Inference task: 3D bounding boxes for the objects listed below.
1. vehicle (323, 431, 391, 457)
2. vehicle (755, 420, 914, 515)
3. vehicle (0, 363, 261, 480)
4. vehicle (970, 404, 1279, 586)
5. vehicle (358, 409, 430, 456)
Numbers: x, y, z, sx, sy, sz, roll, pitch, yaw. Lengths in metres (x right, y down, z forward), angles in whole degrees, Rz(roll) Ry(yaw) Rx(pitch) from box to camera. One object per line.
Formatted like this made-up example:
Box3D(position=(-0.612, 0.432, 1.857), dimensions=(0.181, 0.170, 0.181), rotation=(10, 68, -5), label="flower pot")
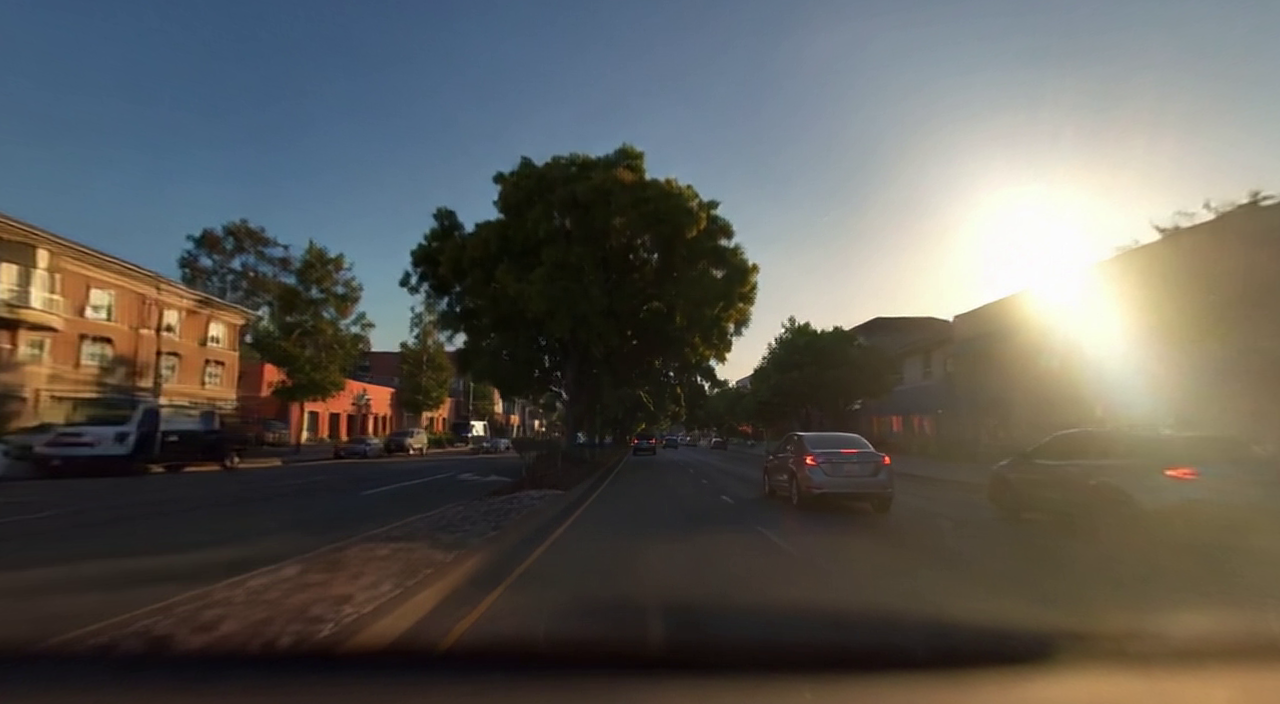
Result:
Box3D(position=(-18.646, 6.108, 41.873), dimensions=(2.015, 1.647, 5.085), rotation=(0, -8, 2), label="vehicle")
Box3D(position=(3.796, 2.332, 13.161), dimensions=(2.072, 1.669, 3.836), rotation=(0, -8, 0), label="vehicle")
Box3D(position=(-18.705, 2.790, 23.642), dimensions=(2.935, 3.431, 9.380), rotation=(-2, -9, 2), label="vehicle")
Box3D(position=(6.843, 1.731, 8.538), dimensions=(2.134, 1.738, 4.833), rotation=(0, -8, 0), label="vehicle")
Box3D(position=(-18.619, 6.210, 48.138), dimensions=(2.811, 3.326, 6.083), rotation=(0, -8, 2), label="vehicle")
